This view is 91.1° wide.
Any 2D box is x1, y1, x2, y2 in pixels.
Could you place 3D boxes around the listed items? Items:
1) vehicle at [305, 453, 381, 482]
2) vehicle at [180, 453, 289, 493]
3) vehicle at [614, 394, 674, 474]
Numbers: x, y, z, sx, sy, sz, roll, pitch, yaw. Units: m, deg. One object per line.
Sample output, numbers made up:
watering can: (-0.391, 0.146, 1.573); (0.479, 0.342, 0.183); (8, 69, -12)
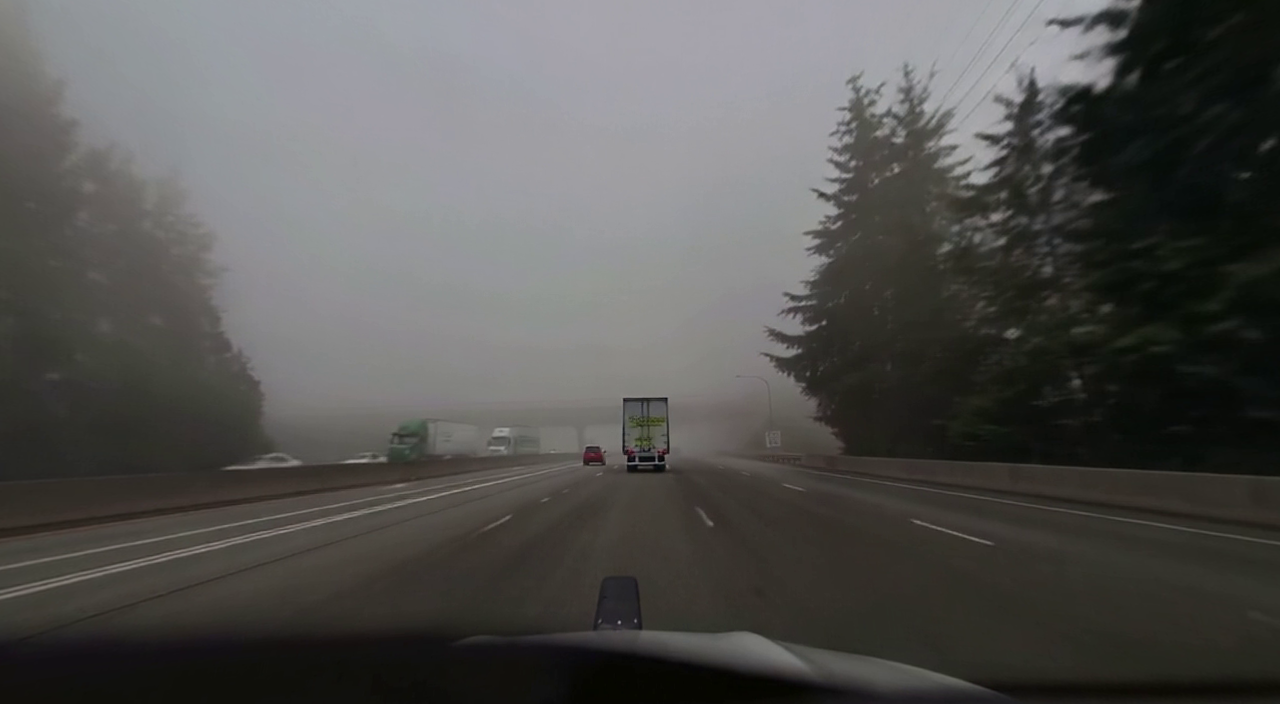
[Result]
vehicle: (-16.370, 6.353, 34.944); (1.852, 1.430, 4.631); (-1, -9, 2)
vehicle: (-15.755, 4.685, 24.678); (1.722, 1.411, 3.752); (-1, -9, 1)
vehicle: (0.235, 5.127, 38.422); (3.025, 4.002, 12.709); (0, -9, 0)
